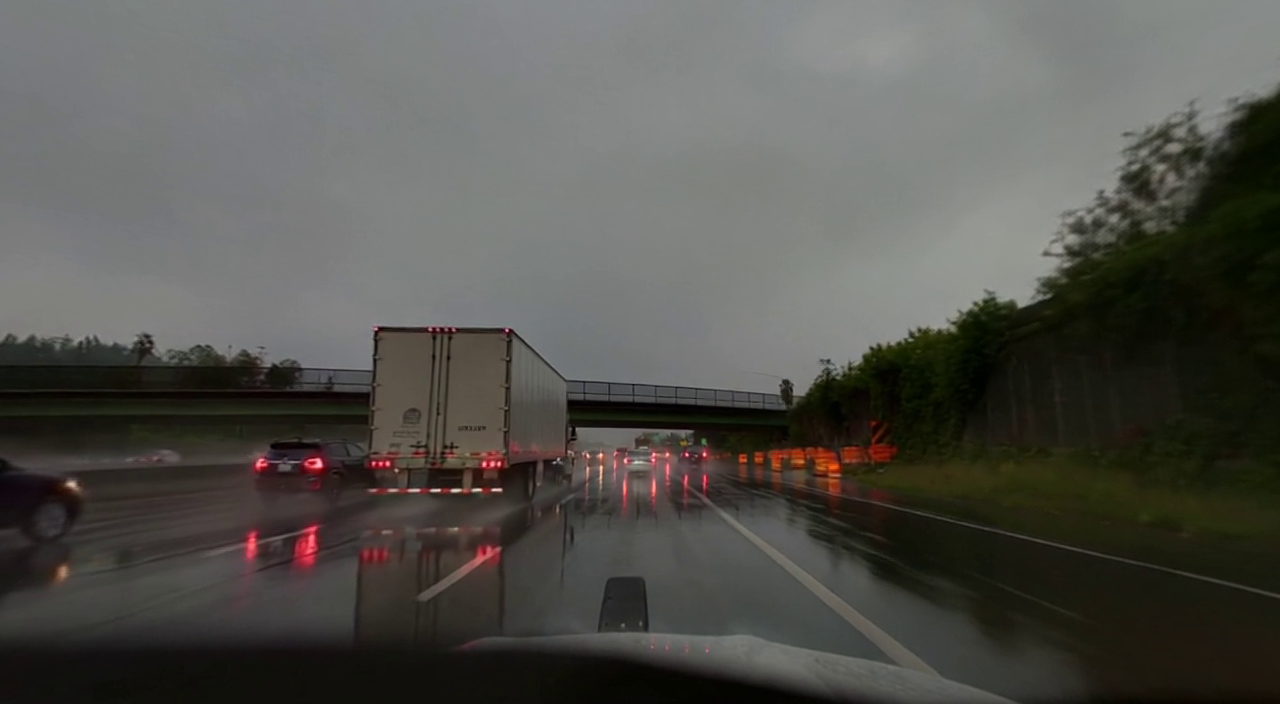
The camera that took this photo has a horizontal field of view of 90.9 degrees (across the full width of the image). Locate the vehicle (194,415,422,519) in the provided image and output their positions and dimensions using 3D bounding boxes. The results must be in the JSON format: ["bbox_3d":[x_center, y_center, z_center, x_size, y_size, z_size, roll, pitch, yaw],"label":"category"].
[{"bbox_3d":[-7.511,2.676,15.331,2.309,2.007,5.974,0,-8,0],"label":"vehicle"}]

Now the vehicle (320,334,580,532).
[{"bbox_3d":[-3.634,2.106,15.976,3.075,3.276,11.073,0,-8,0],"label":"vehicle"}]

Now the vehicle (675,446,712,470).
[{"bbox_3d":[3.470,6.941,41.625,2.003,1.465,4.092,0,-8,-2],"label":"vehicle"}]

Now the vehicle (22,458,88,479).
[{"bbox_3d":[-42.687,8.483,46.095,1.511,1.369,3.437,0,-8,1],"label":"vehicle"}]

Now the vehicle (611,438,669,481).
[{"bbox_3d":[-0.043,4.586,27.148,2.270,1.696,4.061,0,-8,-1],"label":"vehicle"}]
